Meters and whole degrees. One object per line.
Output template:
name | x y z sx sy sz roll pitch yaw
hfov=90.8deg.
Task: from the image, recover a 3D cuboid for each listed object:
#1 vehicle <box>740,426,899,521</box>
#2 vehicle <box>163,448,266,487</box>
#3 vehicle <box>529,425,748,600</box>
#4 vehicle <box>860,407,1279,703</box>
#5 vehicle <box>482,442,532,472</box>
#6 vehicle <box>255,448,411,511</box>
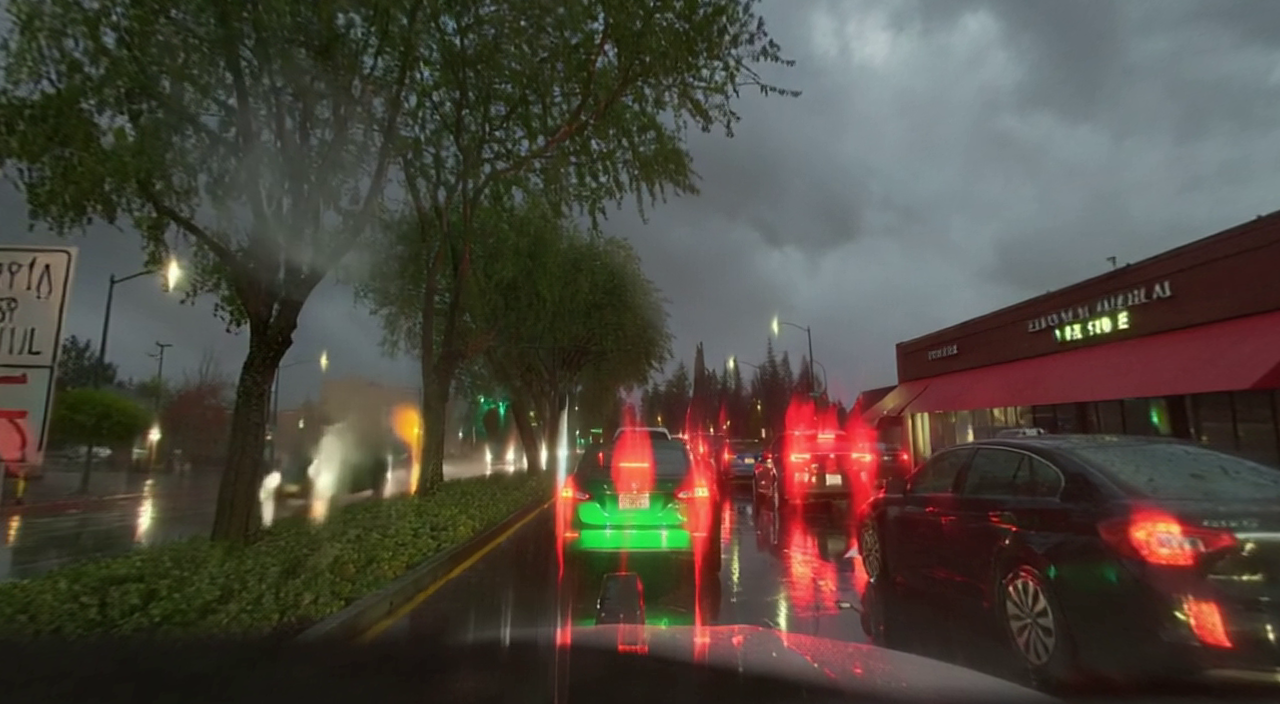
vehicle | 3.534 2.484 13.414 2.025 1.660 4.263 0 -9 -1
vehicle | -20.631 5.546 30.623 4.329 1.773 2.072 -4 -9 25
vehicle | -0.025 1.653 7.290 1.887 1.487 3.535 0 -9 0
vehicle | 3.312 1.257 4.480 1.988 1.480 4.195 0 -9 0
vehicle | -8.135 6.446 39.065 2.079 1.695 4.374 0 -9 0
vehicle | -7.955 3.310 16.931 1.991 1.433 4.261 0 -9 1
